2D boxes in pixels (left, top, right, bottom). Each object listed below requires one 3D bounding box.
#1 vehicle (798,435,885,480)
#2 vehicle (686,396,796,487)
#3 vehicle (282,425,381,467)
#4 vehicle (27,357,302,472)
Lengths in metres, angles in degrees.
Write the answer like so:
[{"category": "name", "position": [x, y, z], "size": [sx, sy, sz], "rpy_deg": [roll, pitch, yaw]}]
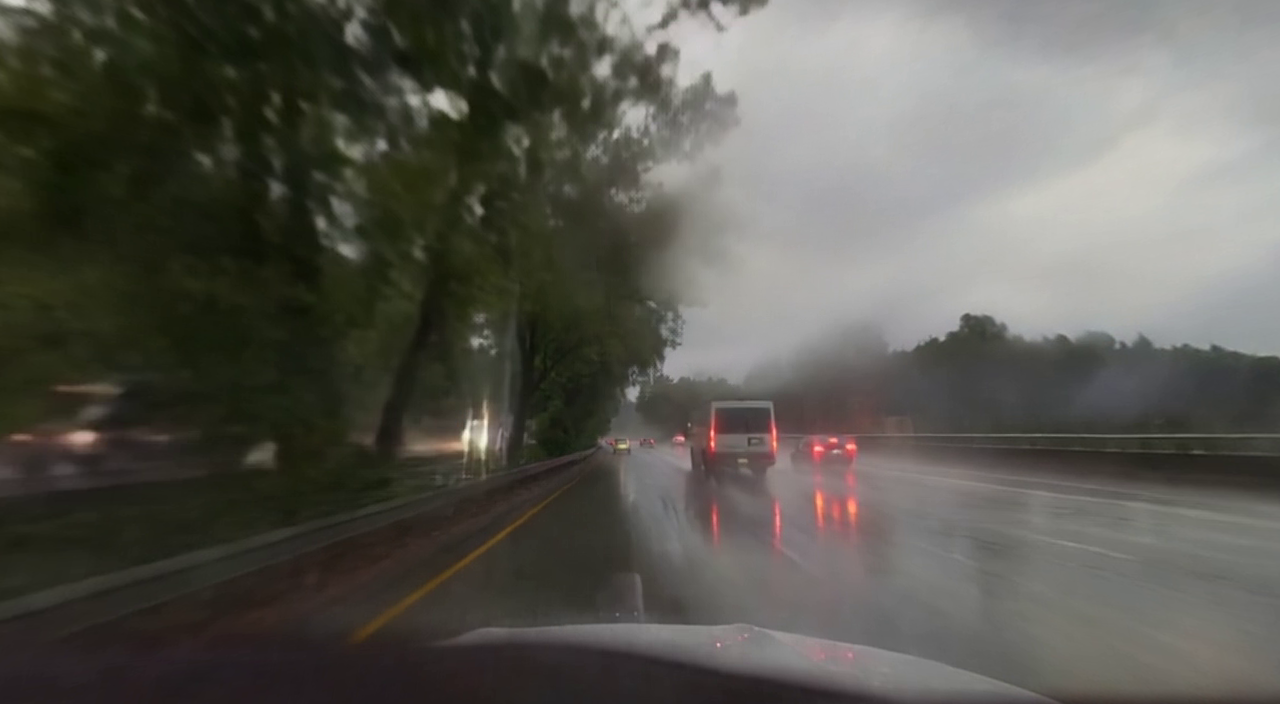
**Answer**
[{"category": "vehicle", "position": [7.290, 3.817, 23.205], "size": [1.821, 1.468, 3.805], "rpy_deg": [0, -8, -2]}, {"category": "vehicle", "position": [2.997, 2.854, 20.285], "size": [2.436, 2.521, 5.409], "rpy_deg": [0, -8, -2]}, {"category": "vehicle", "position": [-11.429, 3.498, 23.641], "size": [1.792, 1.443, 3.754], "rpy_deg": [0, -8, 0]}, {"category": "vehicle", "position": [-17.139, 2.542, 24.141], "size": [2.966, 3.511, 9.629], "rpy_deg": [0, -8, 0]}]
